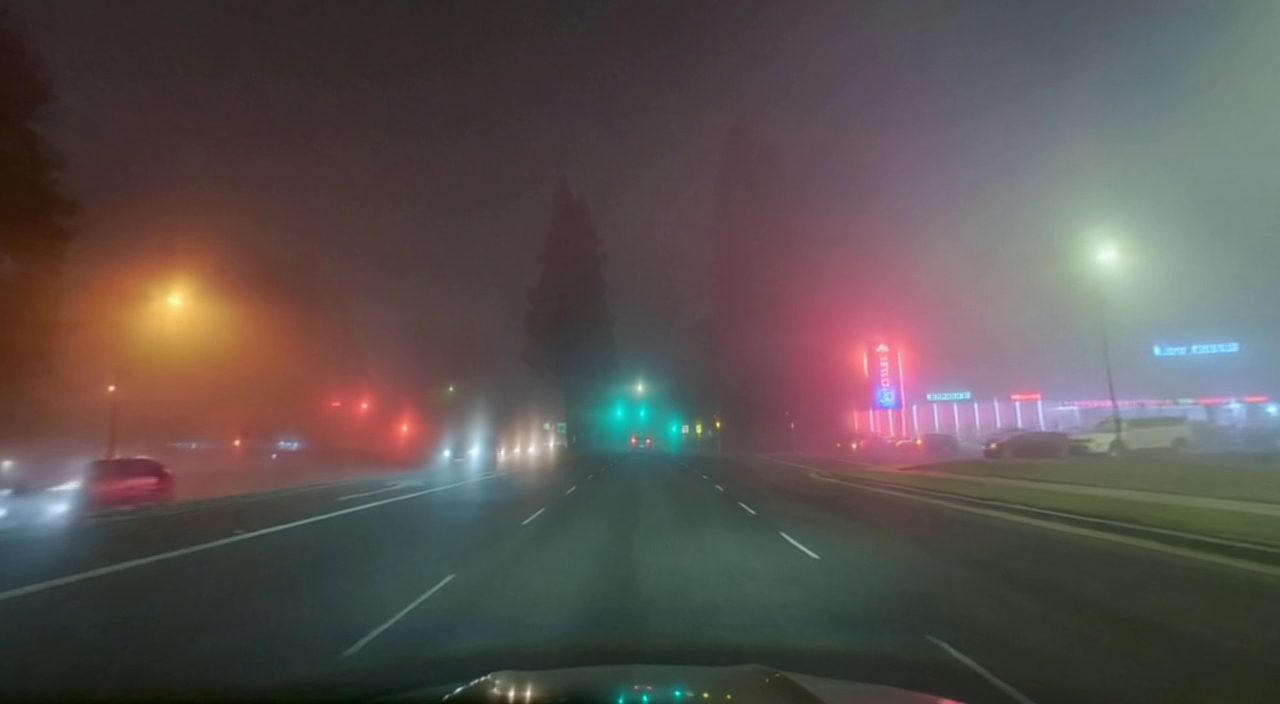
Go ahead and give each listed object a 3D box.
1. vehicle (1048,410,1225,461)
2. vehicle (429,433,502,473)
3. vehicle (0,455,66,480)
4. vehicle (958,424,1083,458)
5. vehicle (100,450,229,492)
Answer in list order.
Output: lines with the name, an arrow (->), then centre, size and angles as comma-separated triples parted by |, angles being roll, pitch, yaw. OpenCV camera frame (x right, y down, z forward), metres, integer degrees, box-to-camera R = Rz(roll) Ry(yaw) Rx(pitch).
vehicle -> 17.393, 2.943, 22.261 | 4.498, 1.671, 1.887 | -1, -8, 3
vehicle -> -7.858, 4.573, 28.965 | 2.231, 1.650, 5.052 | 0, -8, -4
vehicle -> -39.327, 7.227, 39.623 | 4.461, 1.443, 1.901 | 0, -8, -1
vehicle -> 16.872, 3.971, 28.137 | 1.796, 1.351, 4.358 | 5, -10, -36
vehicle -> -20.055, 5.003, 26.899 | 1.942, 1.483, 4.597 | -1, -8, 0
